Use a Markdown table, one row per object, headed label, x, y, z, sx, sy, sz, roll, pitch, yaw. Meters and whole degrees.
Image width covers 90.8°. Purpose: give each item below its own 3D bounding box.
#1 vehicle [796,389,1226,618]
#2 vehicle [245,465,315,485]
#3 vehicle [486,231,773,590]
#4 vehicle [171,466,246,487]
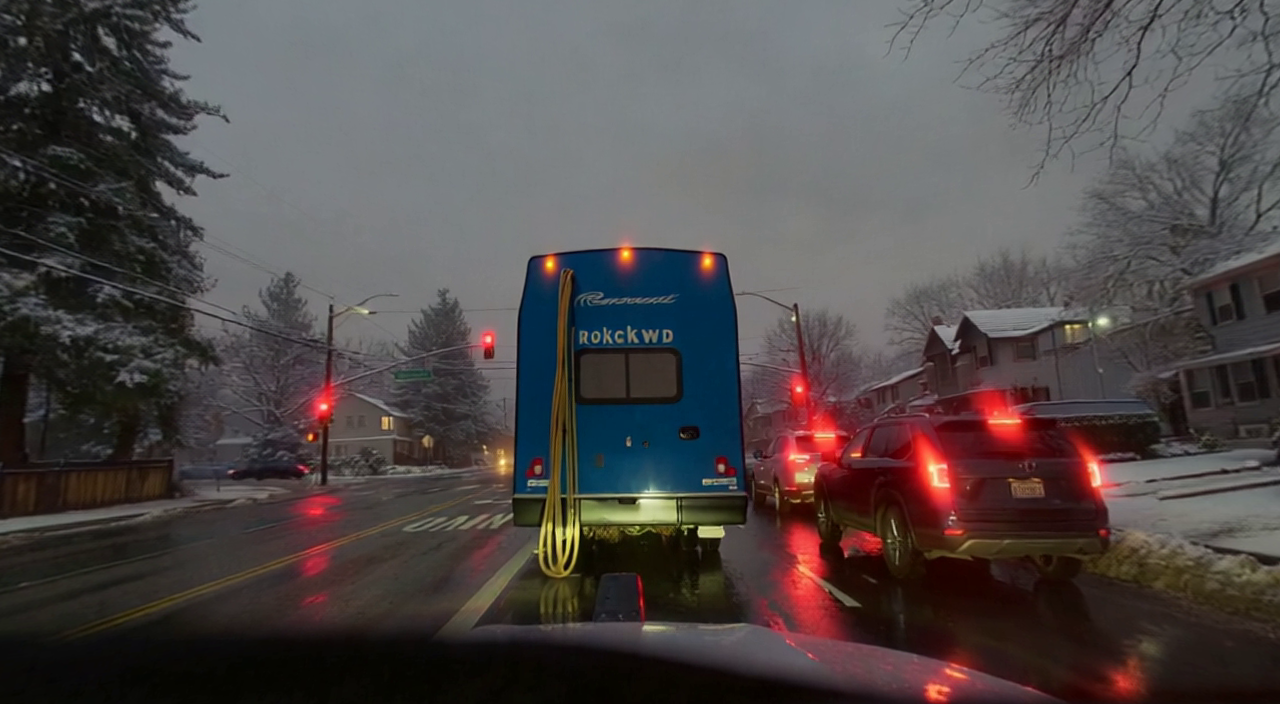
| label | x | y | z | sx | sy | sz | roll | pitch | yaw |
| --- | --- | --- | --- | --- | --- | --- | --- | --- | --- |
| vehicle | 3.404 | 1.491 | 7.121 | 2.104 | 1.735 | 4.408 | 0 | -9 | 0 |
| vehicle | -27.403 | 9.357 | 48.145 | 4.187 | 1.445 | 1.809 | 0 | -9 | 0 |
| vehicle | -0.100 | 1.109 | 10.273 | 2.709 | 3.511 | 8.213 | 0 | -9 | 0 |
| vehicle | -32.693 | 9.405 | 47.958 | 4.311 | 1.458 | 1.707 | 0 | -9 | -3 |
